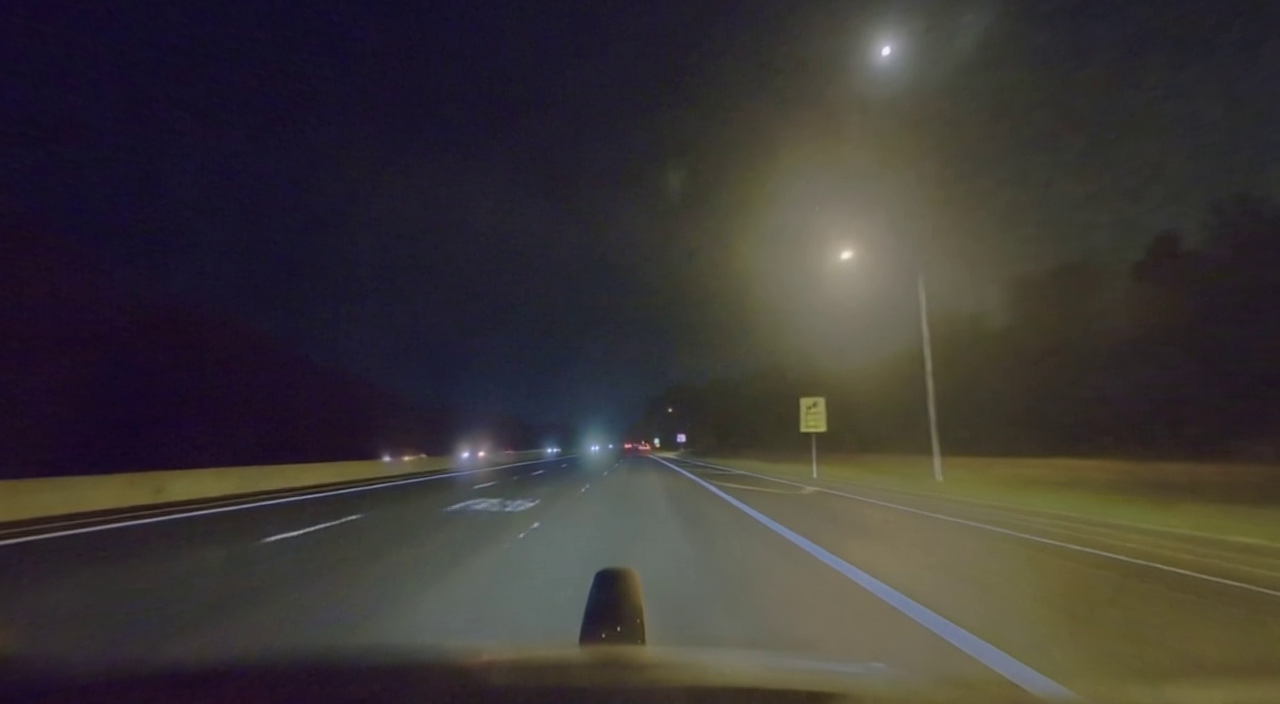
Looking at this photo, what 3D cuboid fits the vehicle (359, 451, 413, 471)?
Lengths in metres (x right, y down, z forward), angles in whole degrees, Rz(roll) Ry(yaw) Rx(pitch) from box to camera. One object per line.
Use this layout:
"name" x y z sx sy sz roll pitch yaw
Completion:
"vehicle" -18.317 7.844 45.739 2.133 1.364 4.258 0 -9 1
